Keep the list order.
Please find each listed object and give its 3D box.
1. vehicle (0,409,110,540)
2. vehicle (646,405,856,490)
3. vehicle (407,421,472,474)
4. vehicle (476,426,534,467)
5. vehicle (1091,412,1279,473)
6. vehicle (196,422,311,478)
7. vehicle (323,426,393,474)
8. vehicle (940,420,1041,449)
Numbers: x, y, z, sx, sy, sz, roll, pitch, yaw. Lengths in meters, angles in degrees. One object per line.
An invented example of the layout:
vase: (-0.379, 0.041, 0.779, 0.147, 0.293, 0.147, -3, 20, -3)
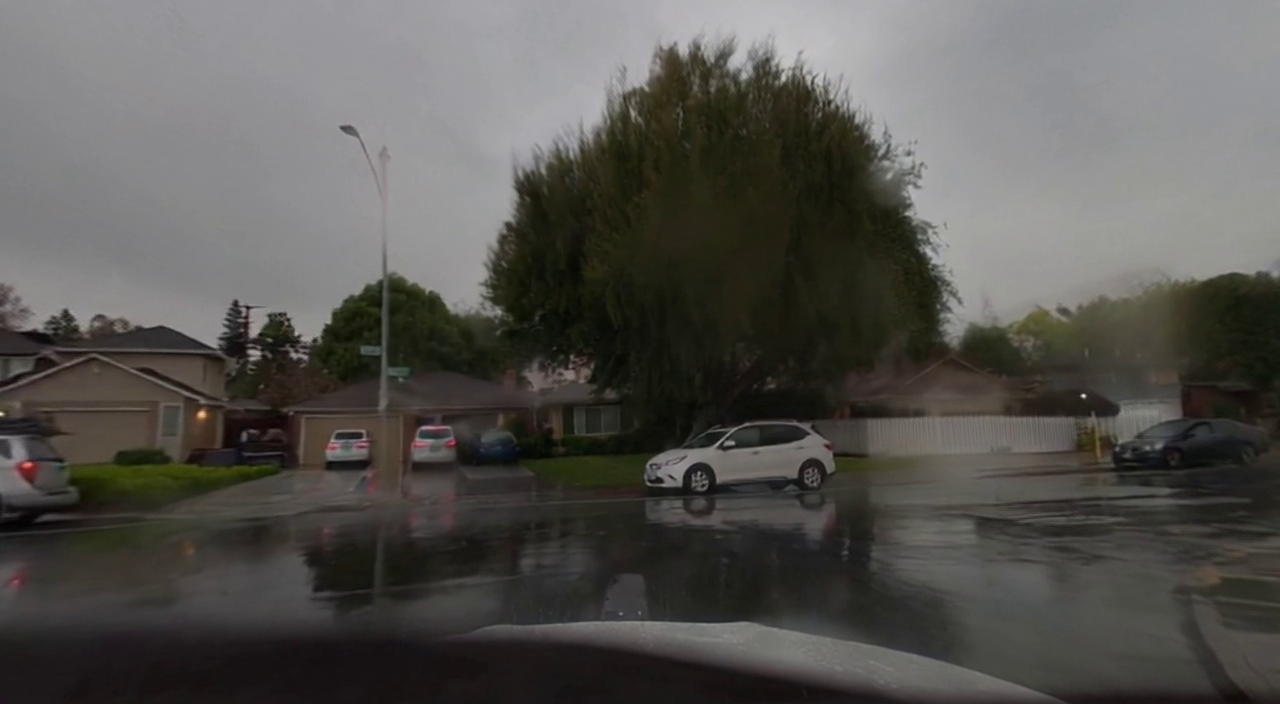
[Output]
vehicle: (-13.703, 2.210, 11.626, 5.419, 2.292, 2.272, 3, -8, -18)
vehicle: (2.808, 2.522, 16.460, 4.919, 1.969, 2.104, 3, -10, -14)
vehicle: (-8.490, 4.049, 26.840, 2.278, 1.969, 5.533, 3, -9, -17)
vehicle: (-6.221, 4.330, 28.778, 2.005, 1.699, 4.234, 3, -10, -19)
vehicle: (18.159, 3.015, 21.096, 5.179, 1.847, 2.219, 2, -11, -19)
vehicle: (-15.748, 3.976, 25.598, 5.475, 2.043, 2.307, -8, -12, 41)
vehicle: (-12.391, 4.356, 28.113, 2.391, 1.894, 5.075, 3, -10, -19)
vehicle: (20.028, 4.818, 36.321, 1.967, 1.523, 4.619, 6, -11, -32)
